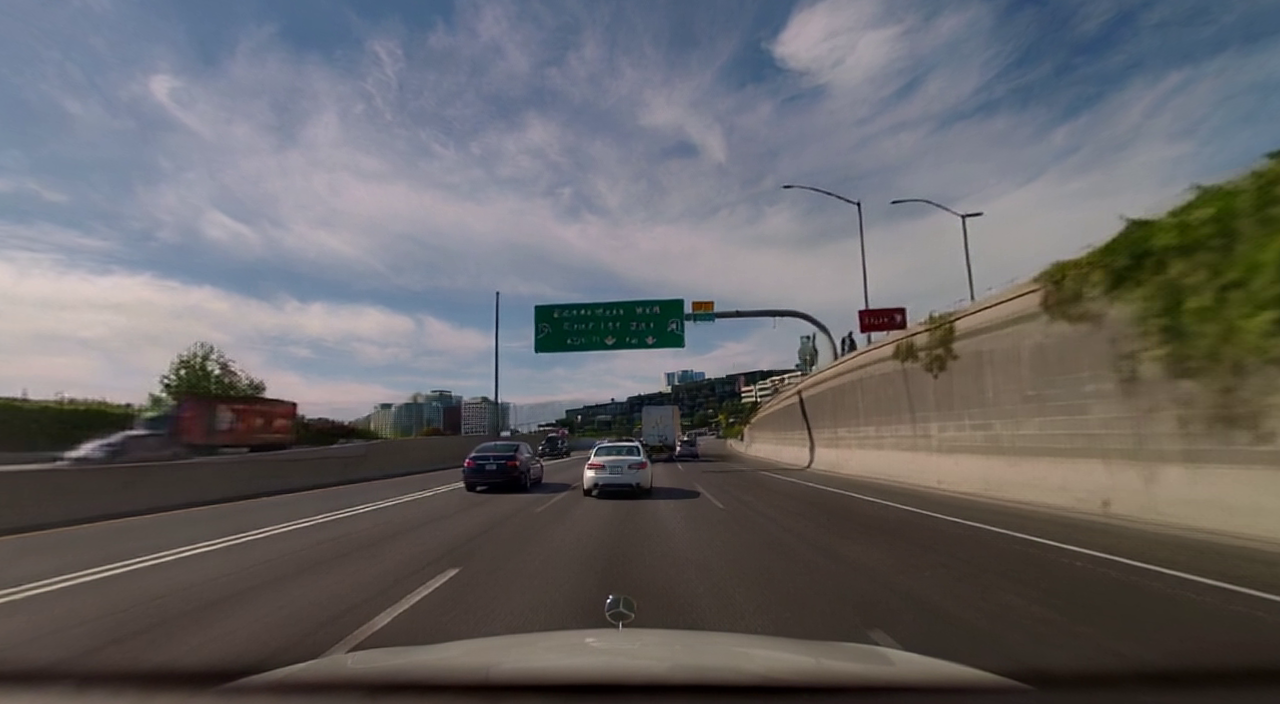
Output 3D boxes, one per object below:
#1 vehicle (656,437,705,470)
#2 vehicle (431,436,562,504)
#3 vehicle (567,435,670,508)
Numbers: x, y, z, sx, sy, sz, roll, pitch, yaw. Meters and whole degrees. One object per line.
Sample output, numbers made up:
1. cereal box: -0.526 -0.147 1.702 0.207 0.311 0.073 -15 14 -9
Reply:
1. vehicle: 2.130 5.547 34.676 2.166 1.666 4.618 0 -9 -3
2. vehicle: -3.500 3.008 16.563 2.130 1.474 5.027 -1 -9 2
3. vehicle: -0.401 2.777 15.086 2.136 1.470 3.971 -1 -9 1
